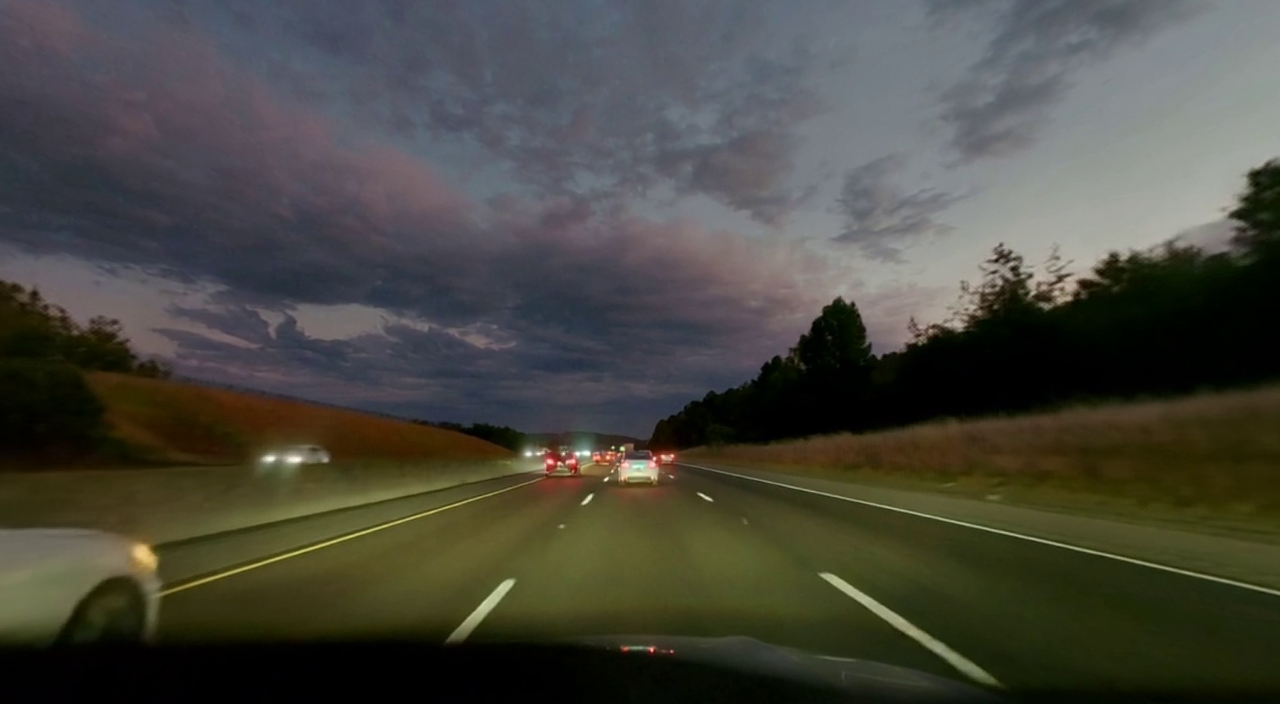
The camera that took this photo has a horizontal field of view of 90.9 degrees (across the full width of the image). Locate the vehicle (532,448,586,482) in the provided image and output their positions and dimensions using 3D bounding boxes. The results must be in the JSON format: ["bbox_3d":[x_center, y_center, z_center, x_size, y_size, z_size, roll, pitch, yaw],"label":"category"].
[{"bbox_3d":[-4.007,5.709,32.004,2.153,1.581,4.375,0,-9,0],"label":"vehicle"}]

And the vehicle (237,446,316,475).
[{"bbox_3d":[-19.511,5.825,34.033,1.865,1.456,3.979,0,-9,-1],"label":"vehicle"}]

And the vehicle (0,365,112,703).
[{"bbox_3d":[-3.749,0.632,1.131,2.048,1.621,4.058,0,-9,0],"label":"vehicle"}]

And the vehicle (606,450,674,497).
[{"bbox_3d":[-0.026,3.937,20.815,2.023,1.400,4.028,0,-9,-1],"label":"vehicle"}]
